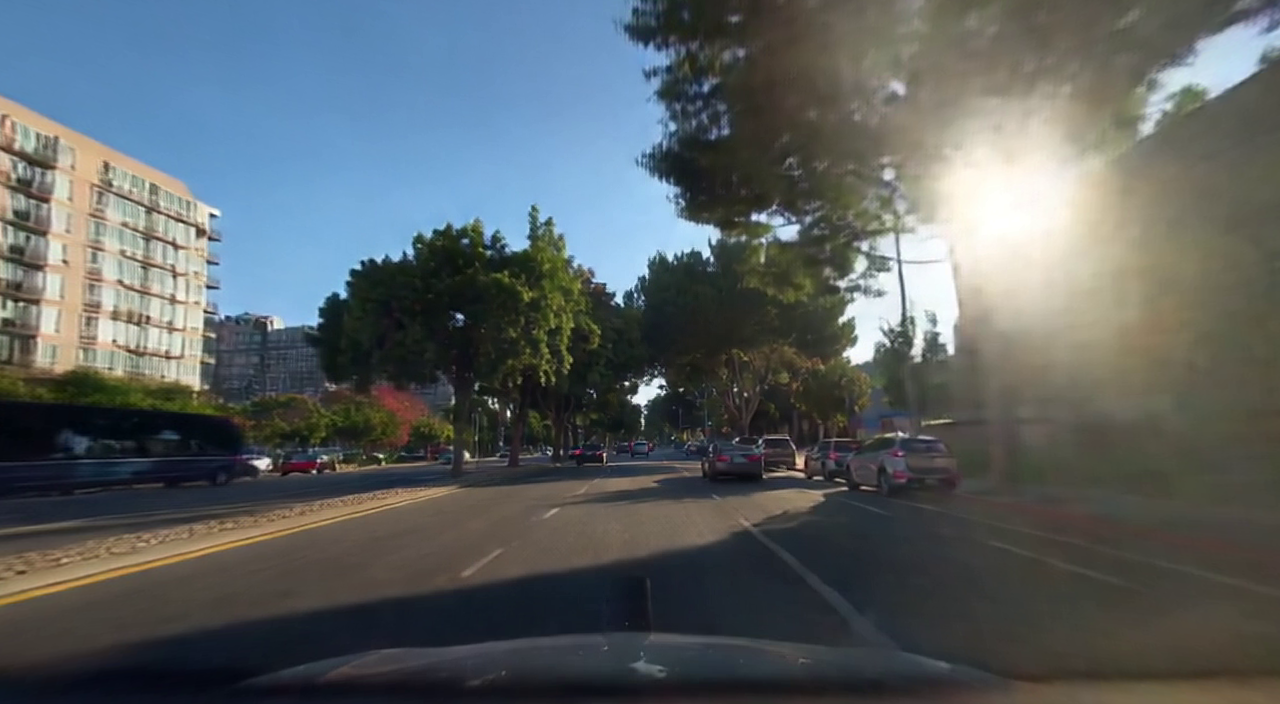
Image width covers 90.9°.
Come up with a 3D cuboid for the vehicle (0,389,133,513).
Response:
[{"bbox_3d":[-19.195,2.686,16.969,2.995,3.396,9.534,0,-8,1],"label":"vehicle"}]

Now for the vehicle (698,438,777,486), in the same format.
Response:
[{"bbox_3d":[3.239,3.751,21.847,1.990,1.486,4.431,0,-8,0],"label":"vehicle"}]

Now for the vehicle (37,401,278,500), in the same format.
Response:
[{"bbox_3d":[-19.083,4.030,26.092,2.780,3.339,8.934,0,-8,1],"label":"vehicle"}]

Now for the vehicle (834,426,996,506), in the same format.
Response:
[{"bbox_3d":[6.877,2.898,16.495,2.023,1.758,4.795,0,-8,0],"label":"vehicle"}]

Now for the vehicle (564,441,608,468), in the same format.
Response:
[{"bbox_3d":[-3.093,5.989,36.967,2.082,1.467,4.379,0,-8,1],"label":"vehicle"}]

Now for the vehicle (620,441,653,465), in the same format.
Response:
[{"bbox_3d":[-0.219,6.745,42.355,2.101,1.480,3.929,0,-8,1],"label":"vehicle"}]
